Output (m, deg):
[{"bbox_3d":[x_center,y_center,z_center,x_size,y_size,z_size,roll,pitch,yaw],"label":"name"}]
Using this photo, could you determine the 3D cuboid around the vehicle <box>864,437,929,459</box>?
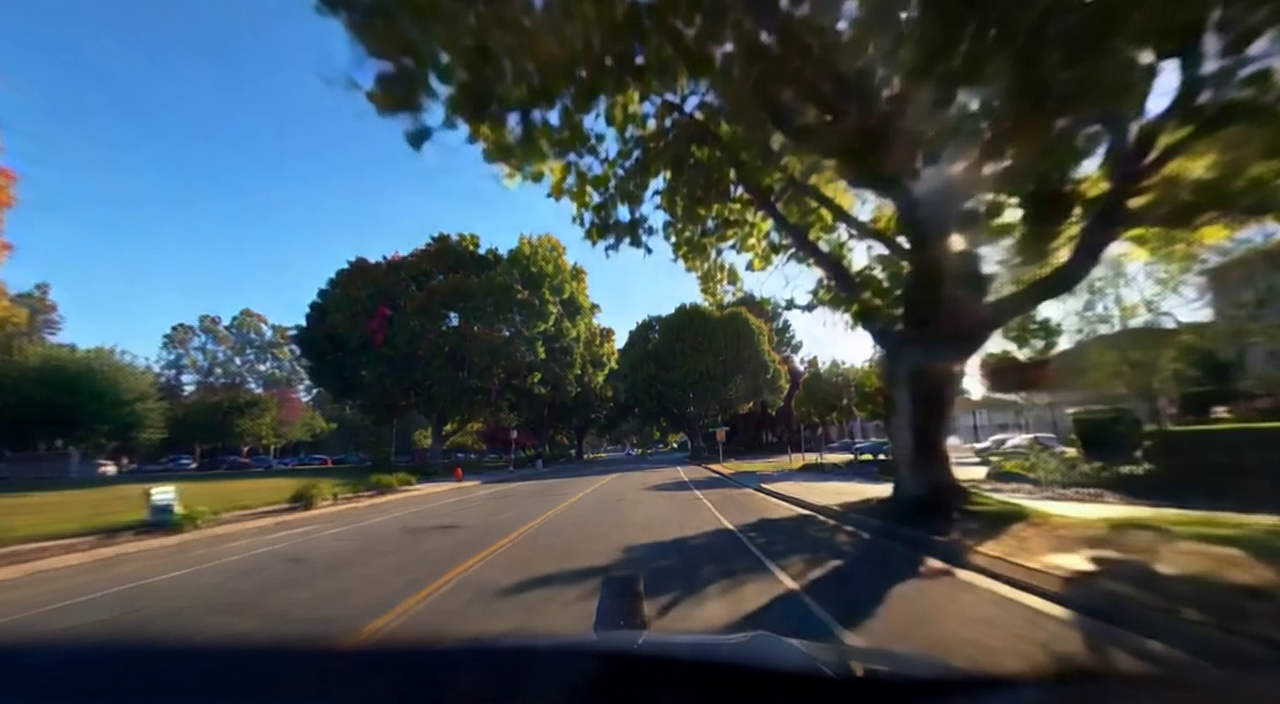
[{"bbox_3d":[19.716,7.409,48.670,4.134,1.580,1.952,1,-9,-10],"label":"vehicle"}]

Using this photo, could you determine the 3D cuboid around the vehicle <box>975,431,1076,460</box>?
[{"bbox_3d":[21.149,5.122,34.771,4.293,1.473,1.843,0,-6,2],"label":"vehicle"}]
